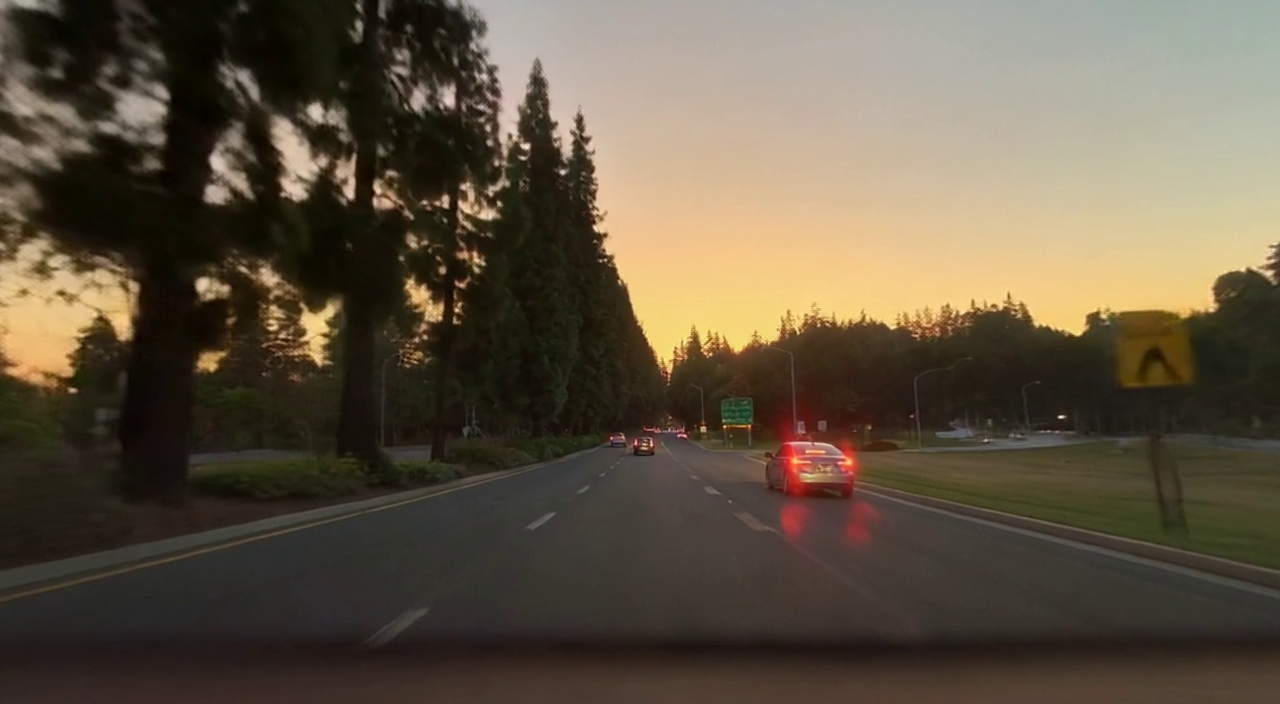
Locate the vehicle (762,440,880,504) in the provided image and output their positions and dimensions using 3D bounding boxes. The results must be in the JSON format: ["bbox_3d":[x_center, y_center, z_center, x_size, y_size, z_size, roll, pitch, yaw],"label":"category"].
[{"bbox_3d":[4.759,3.192,17.196,1.913,1.516,4.322,0,-9,0],"label":"vehicle"}]
